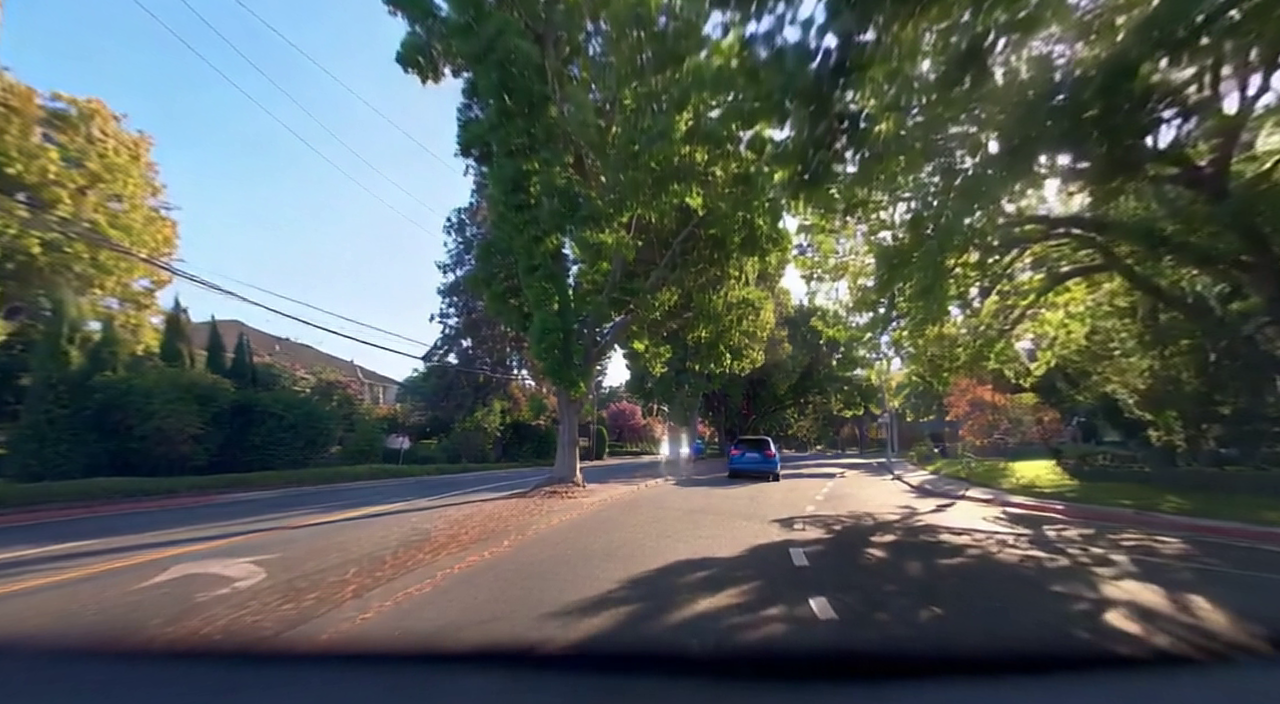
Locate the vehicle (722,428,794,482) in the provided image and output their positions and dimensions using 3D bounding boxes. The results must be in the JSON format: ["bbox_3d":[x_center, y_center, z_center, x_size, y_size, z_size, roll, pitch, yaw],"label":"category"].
[{"bbox_3d":[4.218,3.553,22.099,2.139,1.699,3.916,-2,-8,15],"label":"vehicle"}]

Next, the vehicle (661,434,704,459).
[{"bbox_3d":[3.044,6.683,44.671,2.226,1.664,4.342,-2,-8,14],"label":"vehicle"}]
